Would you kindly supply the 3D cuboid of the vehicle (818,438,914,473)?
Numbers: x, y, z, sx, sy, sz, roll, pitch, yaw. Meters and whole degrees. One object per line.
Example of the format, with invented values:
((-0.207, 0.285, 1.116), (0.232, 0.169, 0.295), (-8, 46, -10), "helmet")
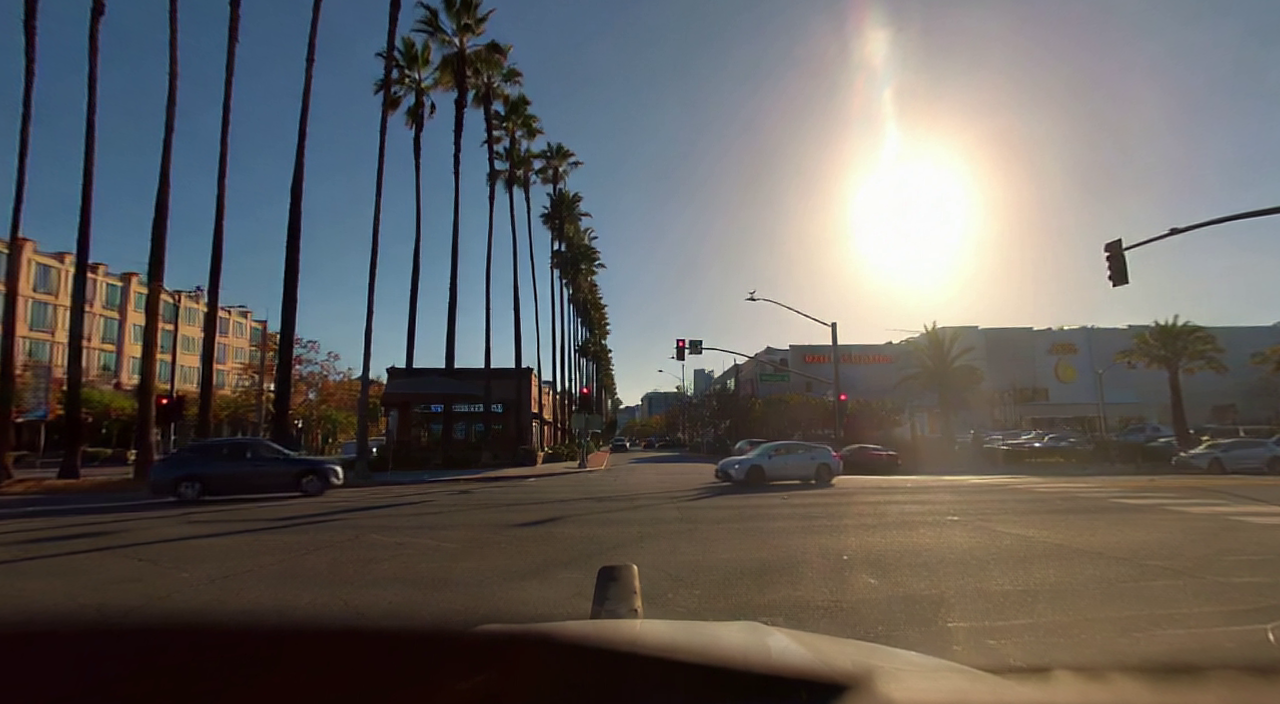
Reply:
((10.850, 4.973, 30.364), (3.826, 1.572, 1.890), (-8, -11, 42), "vehicle")

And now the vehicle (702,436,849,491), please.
((4.136, 3.361, 19.268), (4.035, 1.512, 1.828), (4, -9, -22), "vehicle")

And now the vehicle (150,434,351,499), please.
((-10.936, 3.237, 18.153), (4.603, 1.653, 1.999), (4, -9, -25), "vehicle")
